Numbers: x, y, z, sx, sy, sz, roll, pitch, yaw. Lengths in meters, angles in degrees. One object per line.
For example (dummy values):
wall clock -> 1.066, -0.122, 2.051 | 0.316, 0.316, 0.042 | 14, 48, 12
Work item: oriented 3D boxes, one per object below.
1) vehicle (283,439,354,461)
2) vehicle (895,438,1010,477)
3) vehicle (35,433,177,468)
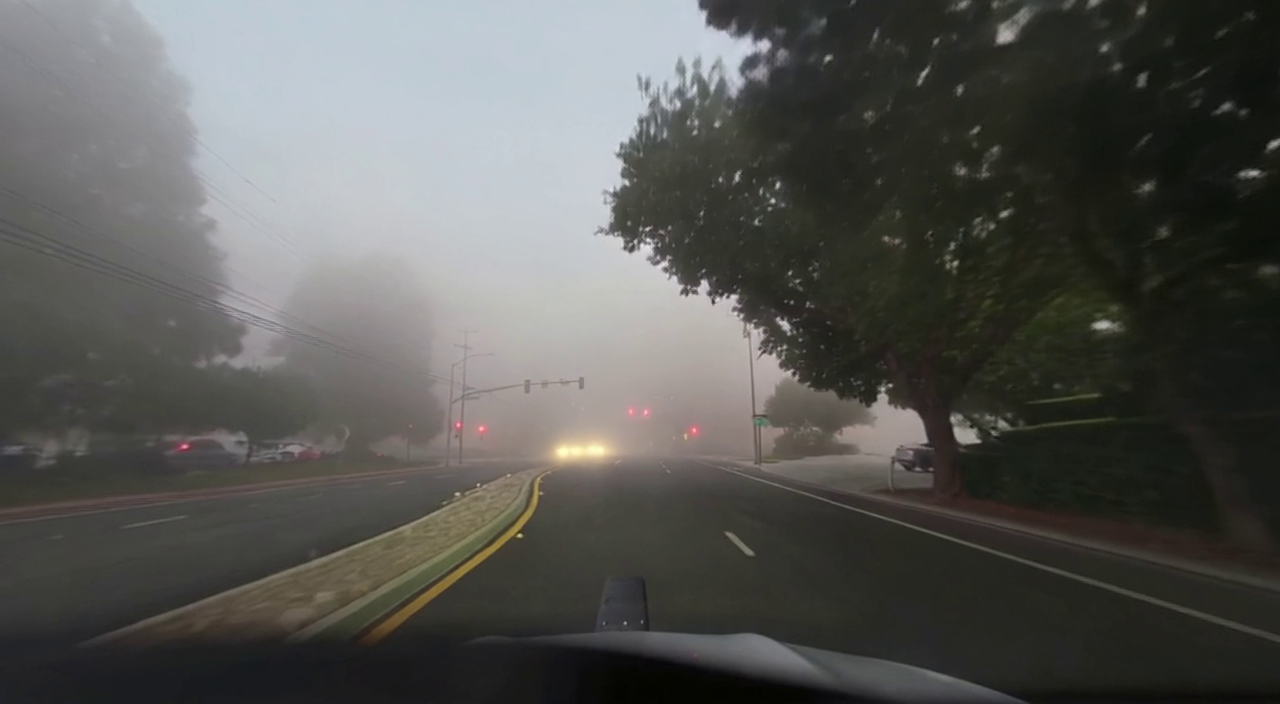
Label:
vehicle -> -23.488, 7.169, 46.145 | 4.116, 1.548, 1.923 | 0, -8, 0
vehicle -> 14.329, 4.832, 29.008 | 4.276, 1.703, 2.088 | 2, -10, -14
vehicle -> -22.764, 4.187, 26.982 | 4.265, 1.393, 2.071 | 0, -8, 3
